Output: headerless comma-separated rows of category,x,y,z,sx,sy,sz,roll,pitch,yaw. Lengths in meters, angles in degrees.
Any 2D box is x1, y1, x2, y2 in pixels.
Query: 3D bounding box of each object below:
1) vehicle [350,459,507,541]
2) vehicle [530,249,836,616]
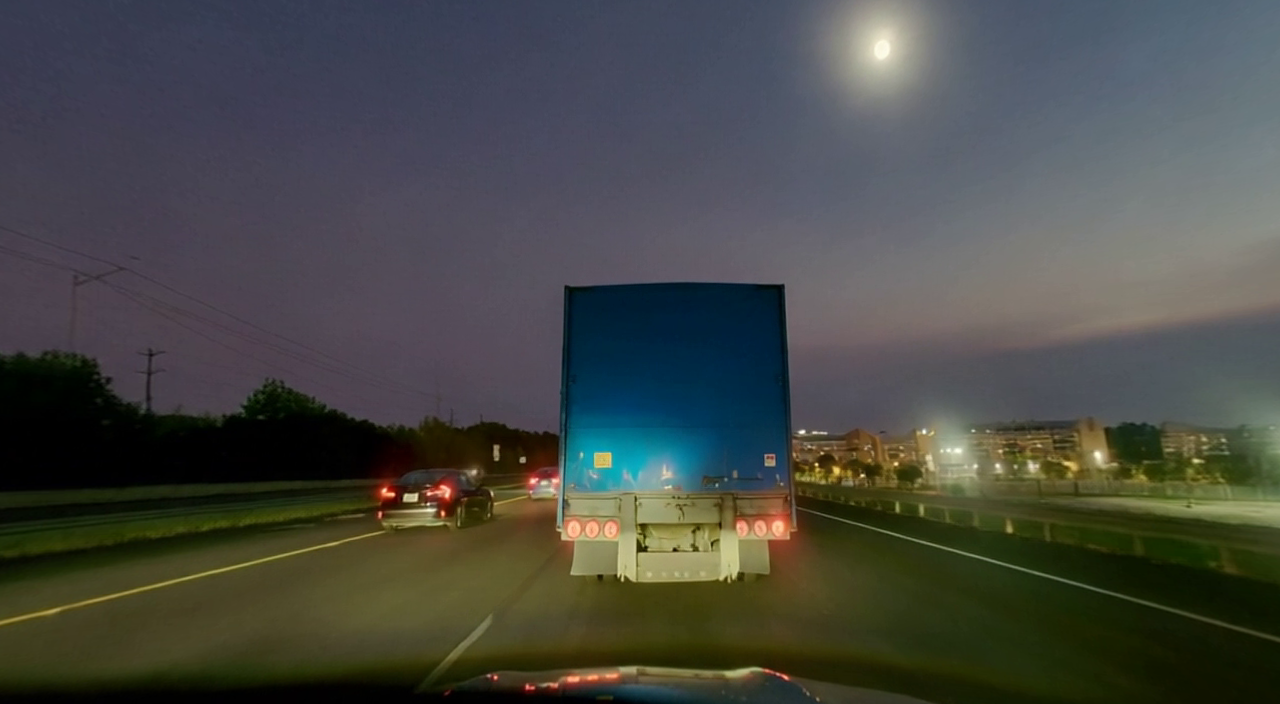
vehicle,-4.401,3.162,13.951,1.891,1.469,4.431,1,-11,0
vehicle,0.616,1.482,10.443,2.831,3.529,8.689,0,-11,3
